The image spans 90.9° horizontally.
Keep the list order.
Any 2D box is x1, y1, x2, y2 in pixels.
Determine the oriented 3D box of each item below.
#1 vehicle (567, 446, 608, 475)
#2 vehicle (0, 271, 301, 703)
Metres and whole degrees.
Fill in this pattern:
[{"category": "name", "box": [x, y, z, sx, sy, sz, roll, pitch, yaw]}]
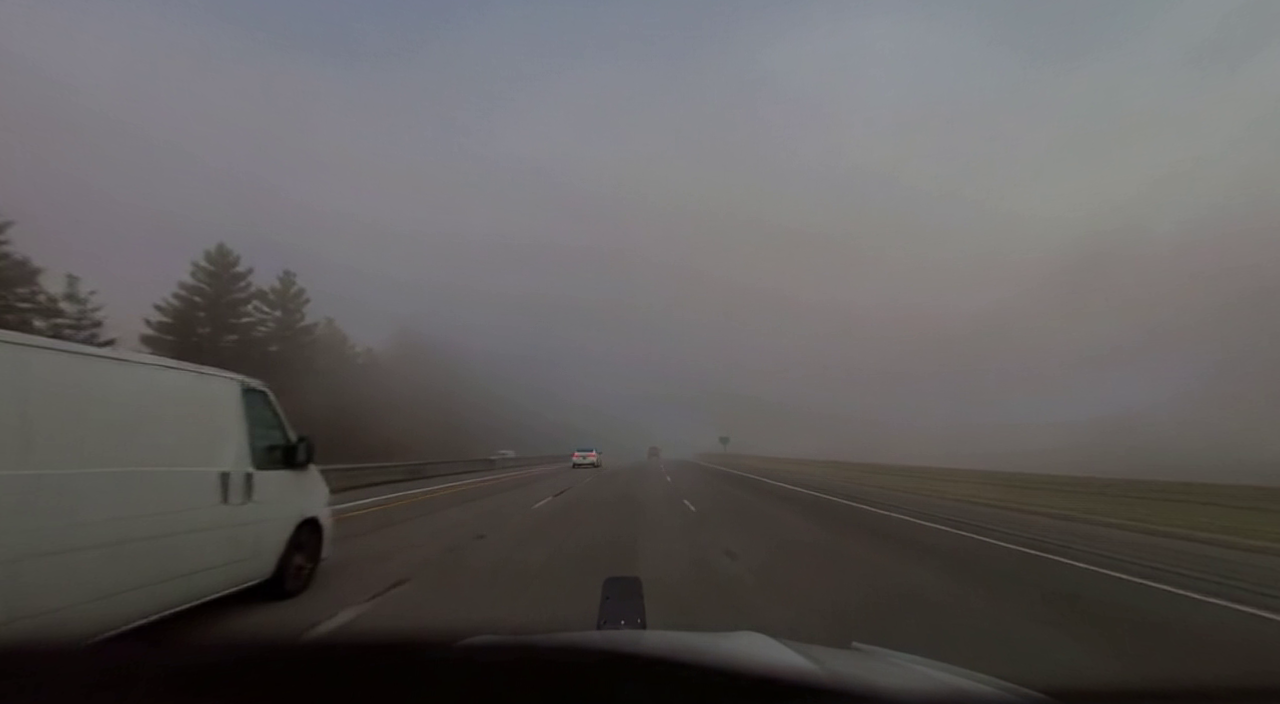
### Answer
[{"category": "vehicle", "box": [-2.993, 6.307, 36.833, 1.959, 1.571, 4.313, 0, -9, 1]}, {"category": "vehicle", "box": [-3.842, 0.646, 2.435, 2.219, 2.033, 4.911, 0, -9, 1]}]
